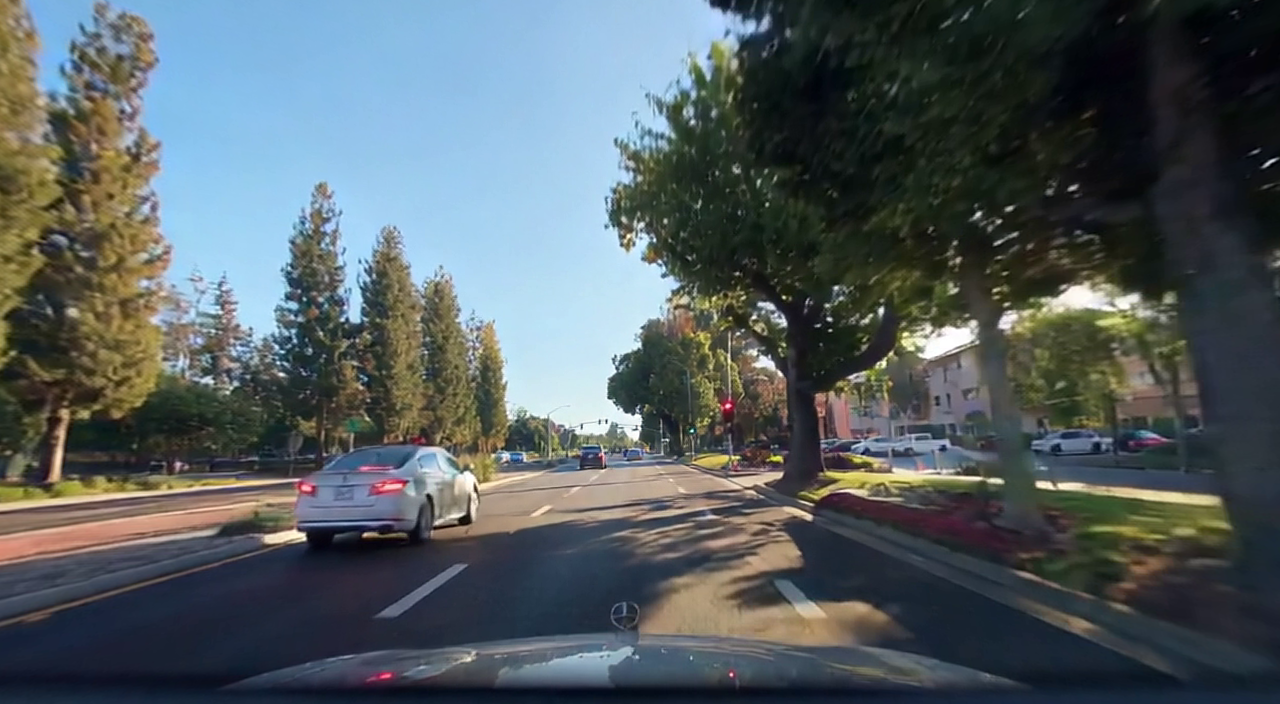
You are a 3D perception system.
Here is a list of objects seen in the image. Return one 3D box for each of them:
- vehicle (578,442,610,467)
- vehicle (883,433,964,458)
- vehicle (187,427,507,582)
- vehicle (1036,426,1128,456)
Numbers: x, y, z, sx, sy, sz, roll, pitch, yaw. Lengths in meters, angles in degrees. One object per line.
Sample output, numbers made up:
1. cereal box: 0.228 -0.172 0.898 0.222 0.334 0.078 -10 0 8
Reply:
1. vehicle: -3.433 7.763 47.957 2.138 1.733 4.427 0 -9 0
2. vehicle: 19.512 6.447 43.593 4.465 1.587 2.178 0 -11 -6
3. vehicle: -3.388 1.870 8.690 2.011 1.498 4.914 0 -9 1
4. vehicle: 27.273 5.580 39.218 1.837 1.720 4.764 1 -9 -7
